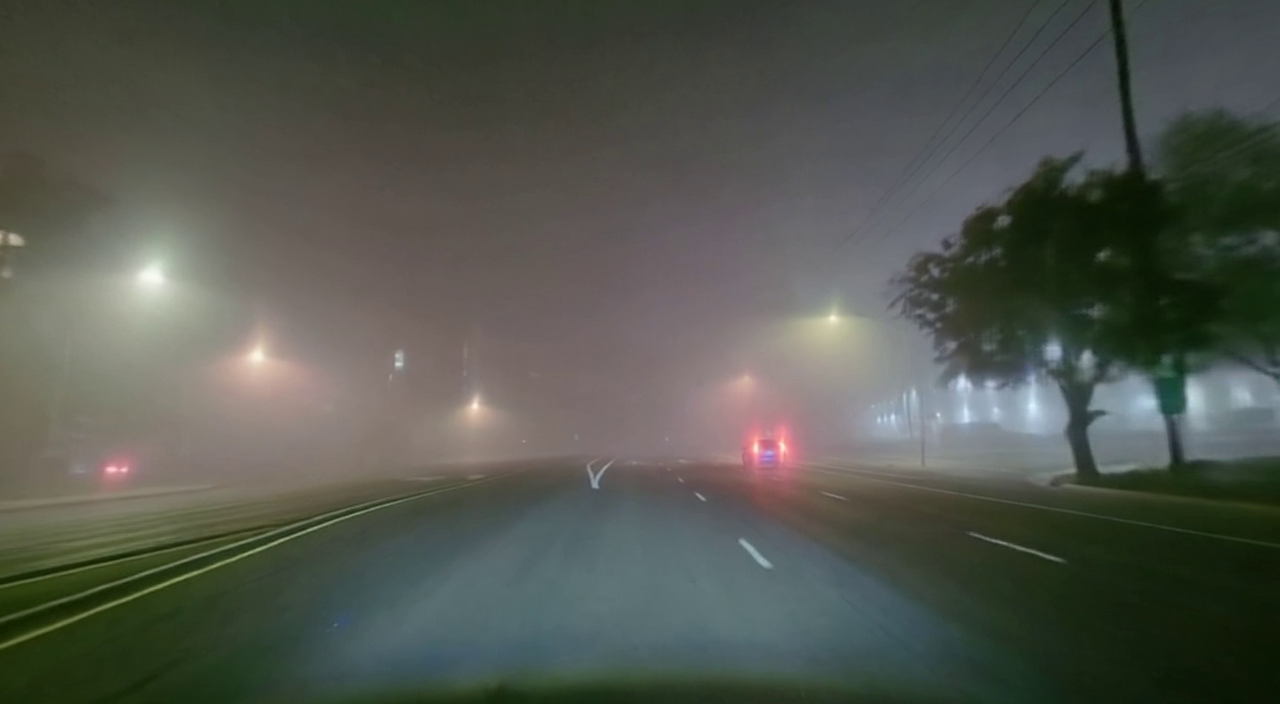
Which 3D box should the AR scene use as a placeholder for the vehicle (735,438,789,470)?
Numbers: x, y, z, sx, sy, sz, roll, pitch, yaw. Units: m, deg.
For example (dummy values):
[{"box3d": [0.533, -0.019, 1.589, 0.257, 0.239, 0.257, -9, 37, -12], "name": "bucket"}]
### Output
[{"box3d": [6.020, 5.060, 31.390, 1.908, 1.476, 3.880, 0, -9, 0], "name": "vehicle"}]
